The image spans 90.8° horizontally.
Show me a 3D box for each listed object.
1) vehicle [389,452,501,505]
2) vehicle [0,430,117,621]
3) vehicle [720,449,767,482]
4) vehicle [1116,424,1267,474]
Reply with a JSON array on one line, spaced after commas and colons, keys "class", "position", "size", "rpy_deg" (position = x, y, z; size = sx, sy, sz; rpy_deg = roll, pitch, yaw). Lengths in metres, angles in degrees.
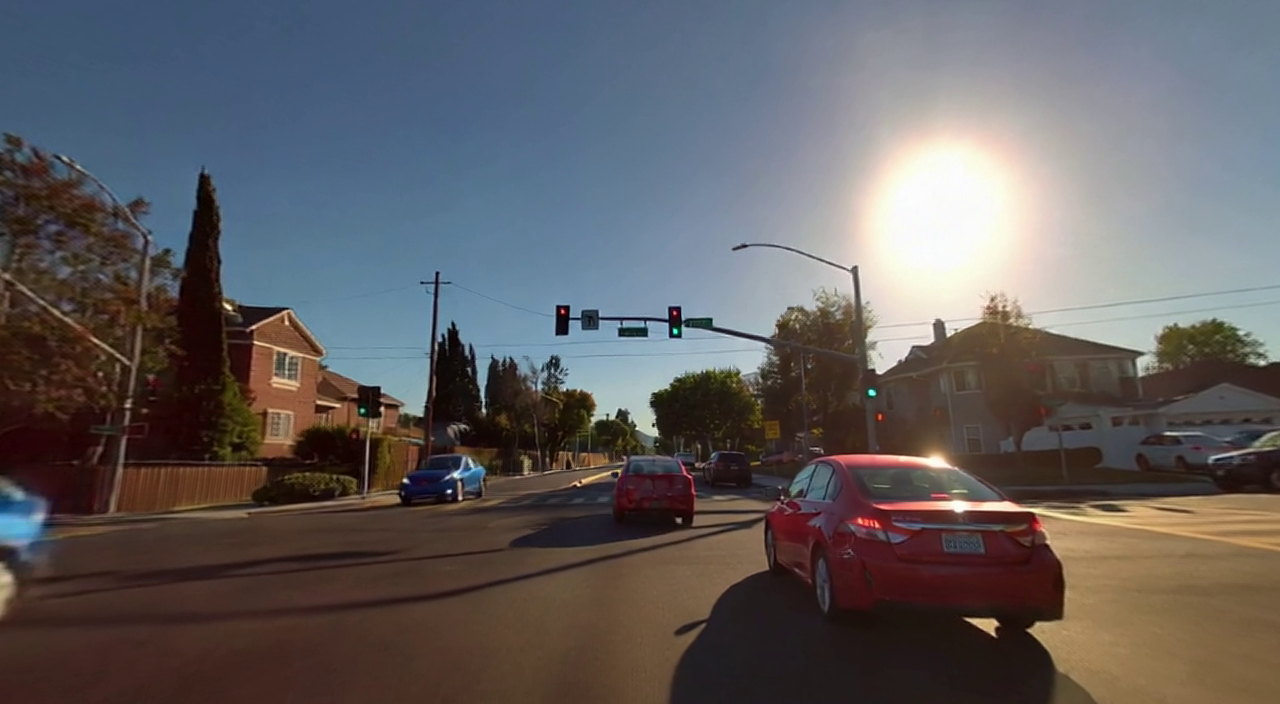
[{"class": "vehicle", "position": [-6.717, 4.389, 22.500], "size": [2.270, 1.605, 4.958], "rpy_deg": [0, -9, 2]}, {"class": "vehicle", "position": [-6.671, 1.408, 4.690], "size": [1.982, 1.686, 4.195], "rpy_deg": [0, -9, -1]}, {"class": "vehicle", "position": [5.620, 6.181, 34.715], "size": [1.891, 1.611, 4.269], "rpy_deg": [0, -9, 0]}, {"class": "vehicle", "position": [22.718, 4.047, 26.360], "size": [1.964, 1.858, 4.881], "rpy_deg": [-1, -9, 2]}]
